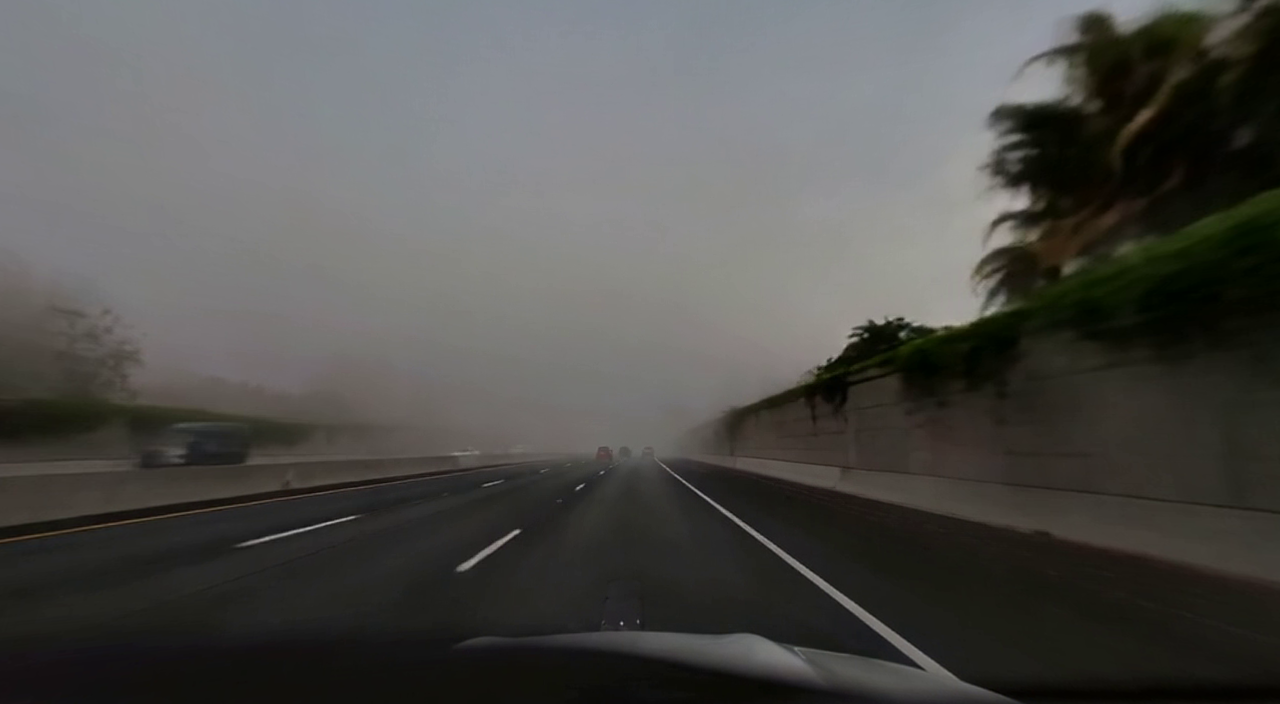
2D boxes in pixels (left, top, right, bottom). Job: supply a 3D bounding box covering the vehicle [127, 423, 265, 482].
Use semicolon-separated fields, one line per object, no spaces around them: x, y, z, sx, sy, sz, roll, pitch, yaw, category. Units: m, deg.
-22.296;5.112;32.223;2.297;2.677;6.429;0;-9;0;vehicle
